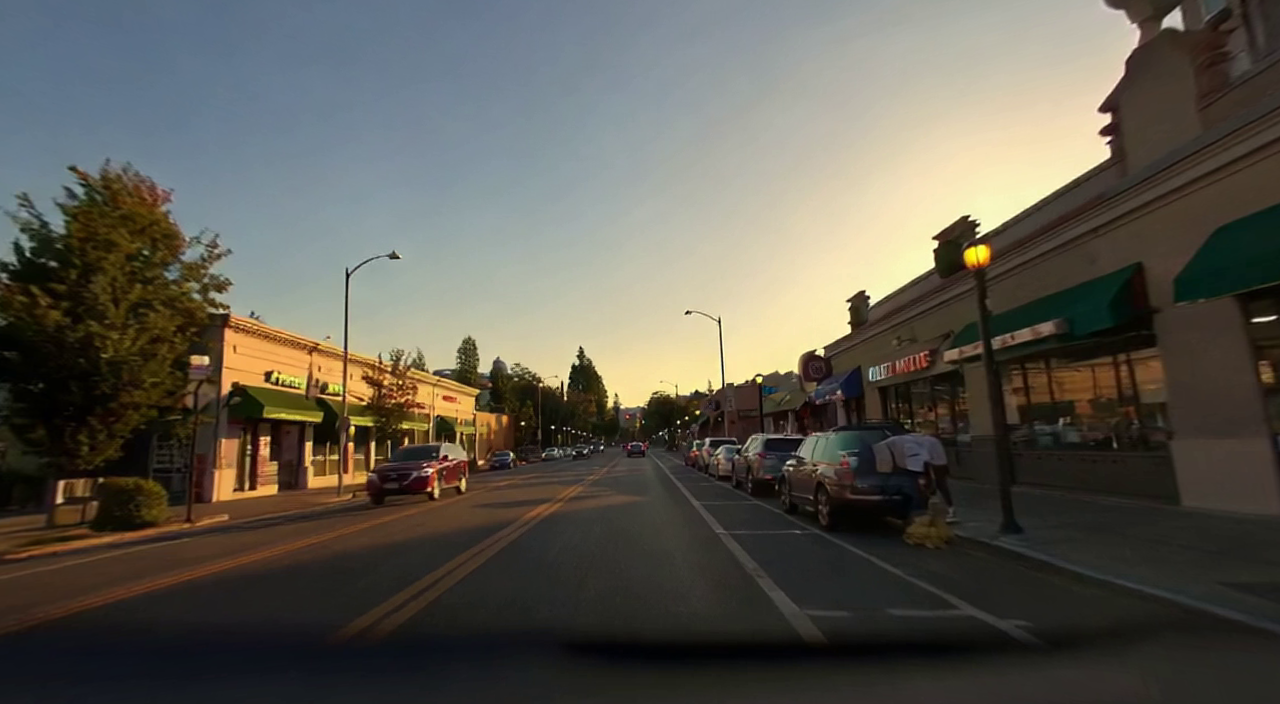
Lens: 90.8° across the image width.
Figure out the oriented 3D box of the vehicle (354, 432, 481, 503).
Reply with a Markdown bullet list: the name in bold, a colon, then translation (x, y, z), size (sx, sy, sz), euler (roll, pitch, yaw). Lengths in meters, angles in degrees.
- **vehicle**: translation (-6.452, 3.402, 19.032), size (2.098, 1.838, 4.718), euler (0, -8, 0)

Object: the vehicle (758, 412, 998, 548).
- **vehicle**: translation (3.877, 2.227, 11.869), size (2.164, 1.880, 6.057), euler (0, -8, 0)
